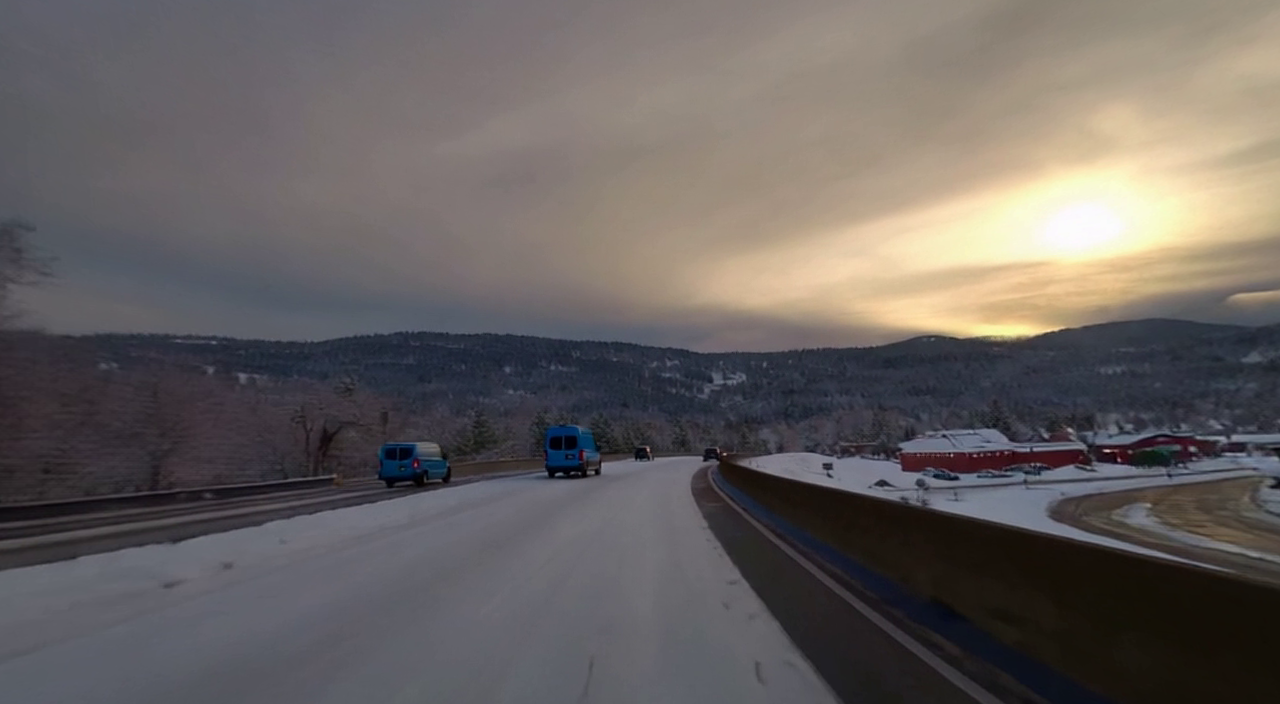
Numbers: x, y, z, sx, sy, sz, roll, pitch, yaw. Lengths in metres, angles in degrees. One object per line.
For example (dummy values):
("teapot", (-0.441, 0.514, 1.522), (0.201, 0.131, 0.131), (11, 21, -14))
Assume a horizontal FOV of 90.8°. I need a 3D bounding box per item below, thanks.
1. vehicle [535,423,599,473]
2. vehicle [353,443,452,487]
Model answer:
("vehicle", (-4.225, 5.766, 37.835), (2.314, 2.703, 6.441), (-1, -9, 7))
("vehicle", (-9.005, 4.311, 24.438), (1.821, 1.524, 4.342), (-1, -9, 5))
